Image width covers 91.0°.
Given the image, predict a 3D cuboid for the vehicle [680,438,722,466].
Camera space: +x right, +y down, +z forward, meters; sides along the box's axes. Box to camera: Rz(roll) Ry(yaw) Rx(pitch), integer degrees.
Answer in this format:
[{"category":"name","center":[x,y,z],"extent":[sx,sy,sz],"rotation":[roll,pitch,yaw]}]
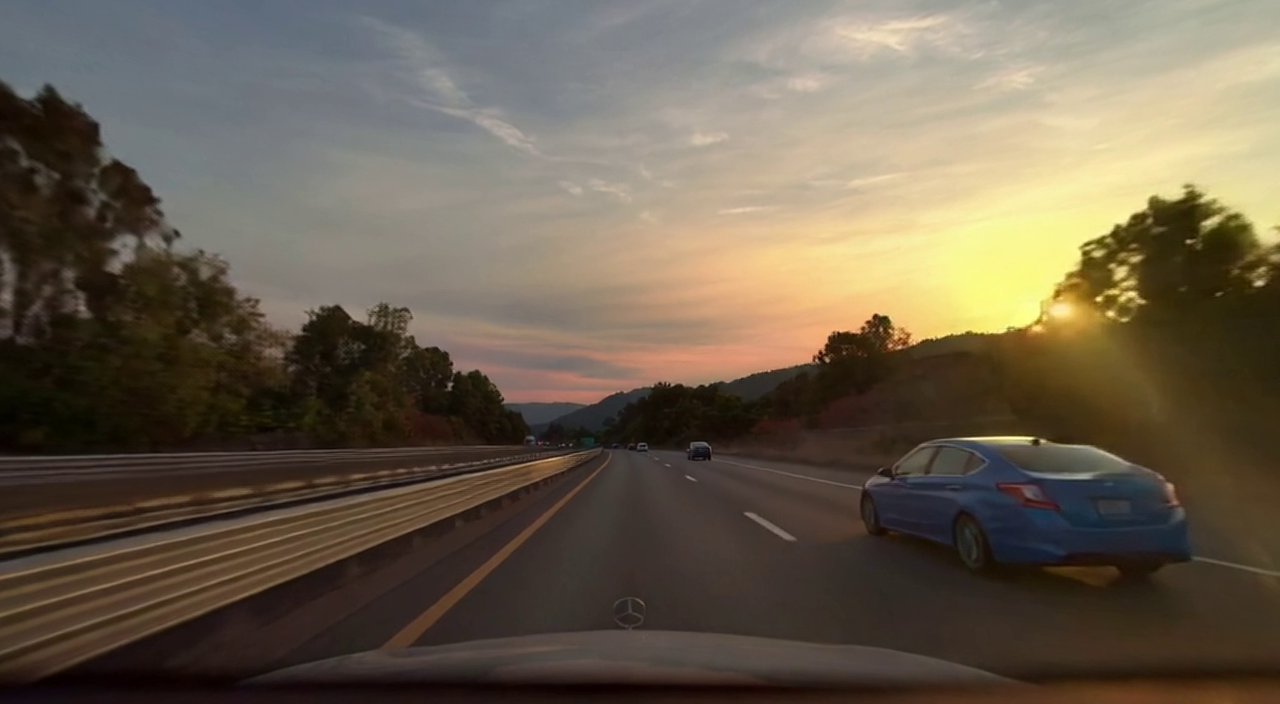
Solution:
[{"category":"vehicle","center":[3.479,5.759,36.418],"extent":[1.945,1.538,3.729],"rotation":[0,-8,-2]}]

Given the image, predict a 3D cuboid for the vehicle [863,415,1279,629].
[{"category":"vehicle","center":[4.204,1.529,6.707],"extent":[2.072,1.528,4.176],"rotation":[0,-8,-1]}]
